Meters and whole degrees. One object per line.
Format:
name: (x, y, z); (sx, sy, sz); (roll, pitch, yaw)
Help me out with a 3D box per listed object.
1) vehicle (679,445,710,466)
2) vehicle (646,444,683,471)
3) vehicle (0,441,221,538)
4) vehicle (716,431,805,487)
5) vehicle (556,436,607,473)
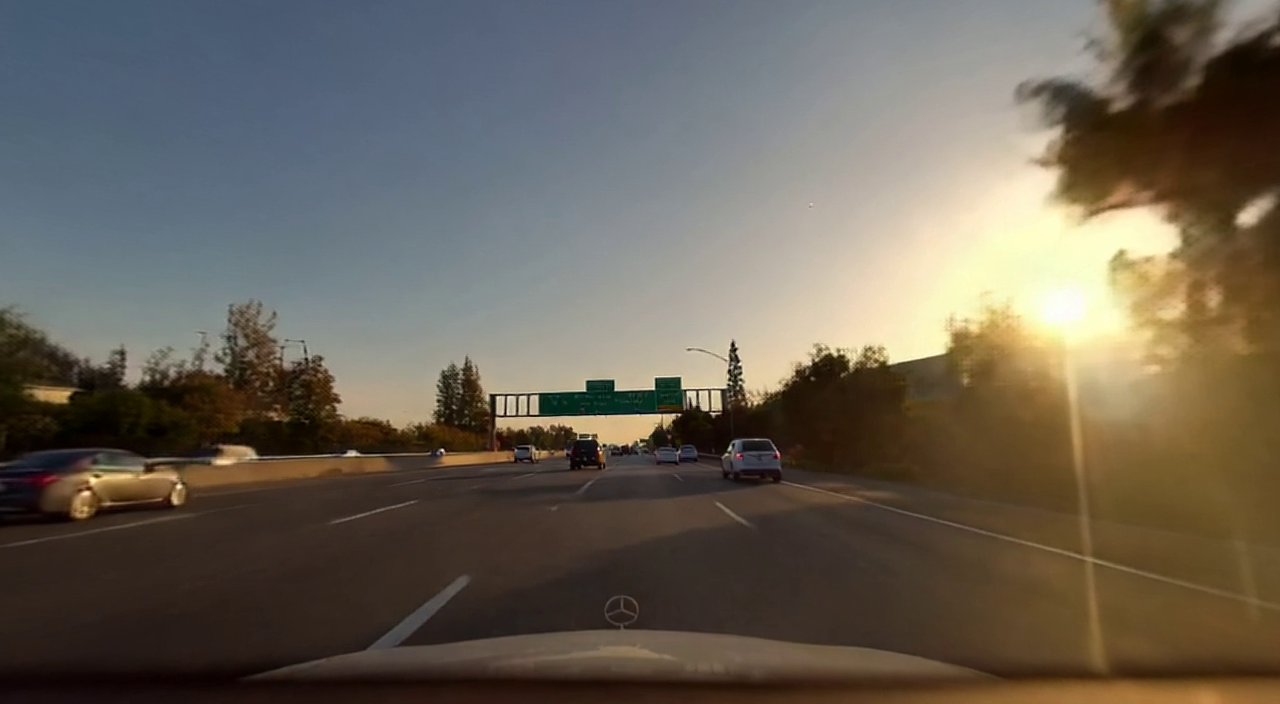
vehicle: (4.062, 7.815, 47.700); (1.929, 1.485, 4.482); (0, -9, 0)
vehicle: (1.446, 6.382, 38.312); (2.126, 1.529, 4.438); (-1, -9, 1)
vehicle: (-10.660, 2.482, 12.090); (1.974, 1.472, 4.684); (0, -9, 0)
vehicle: (4.189, 3.817, 22.799); (2.218, 1.776, 4.807); (0, -9, 0)
vehicle: (-3.292, 5.952, 36.687); (2.449, 1.929, 5.503); (0, -9, 0)
